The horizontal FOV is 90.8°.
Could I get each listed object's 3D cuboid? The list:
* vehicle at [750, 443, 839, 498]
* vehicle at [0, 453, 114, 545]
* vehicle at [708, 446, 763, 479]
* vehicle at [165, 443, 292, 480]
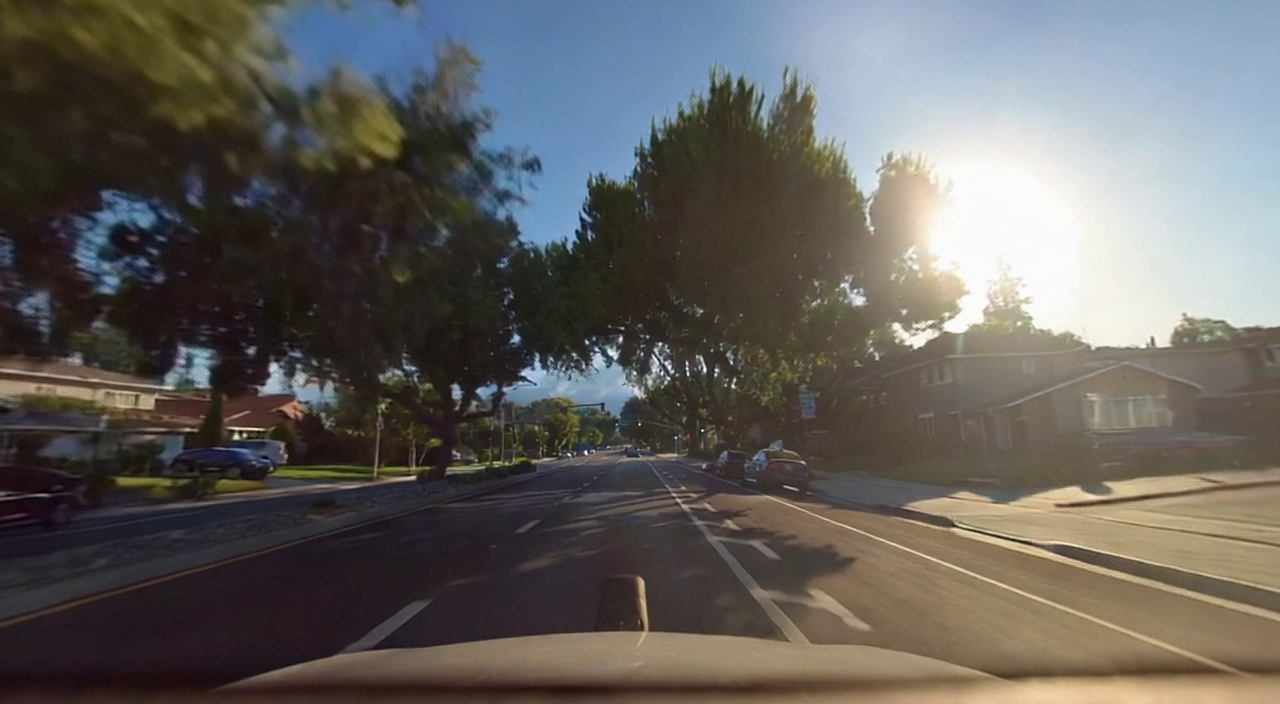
[{"bbox_3d":[4.750,3.673,19.938,1.875,1.540,3.402,0,-8,-1],"label":"vehicle"},{"bbox_3d":[-12.293,2.718,11.436,1.939,1.537,4.197,-3,-7,0],"label":"vehicle"},{"bbox_3d":[4.650,5.433,31.391,2.065,1.463,4.814,0,-8,1],"label":"vehicle"},{"bbox_3d":[-20.993,5.593,32.417,4.931,1.801,2.142,0,-9,-1],"label":"vehicle"}]
